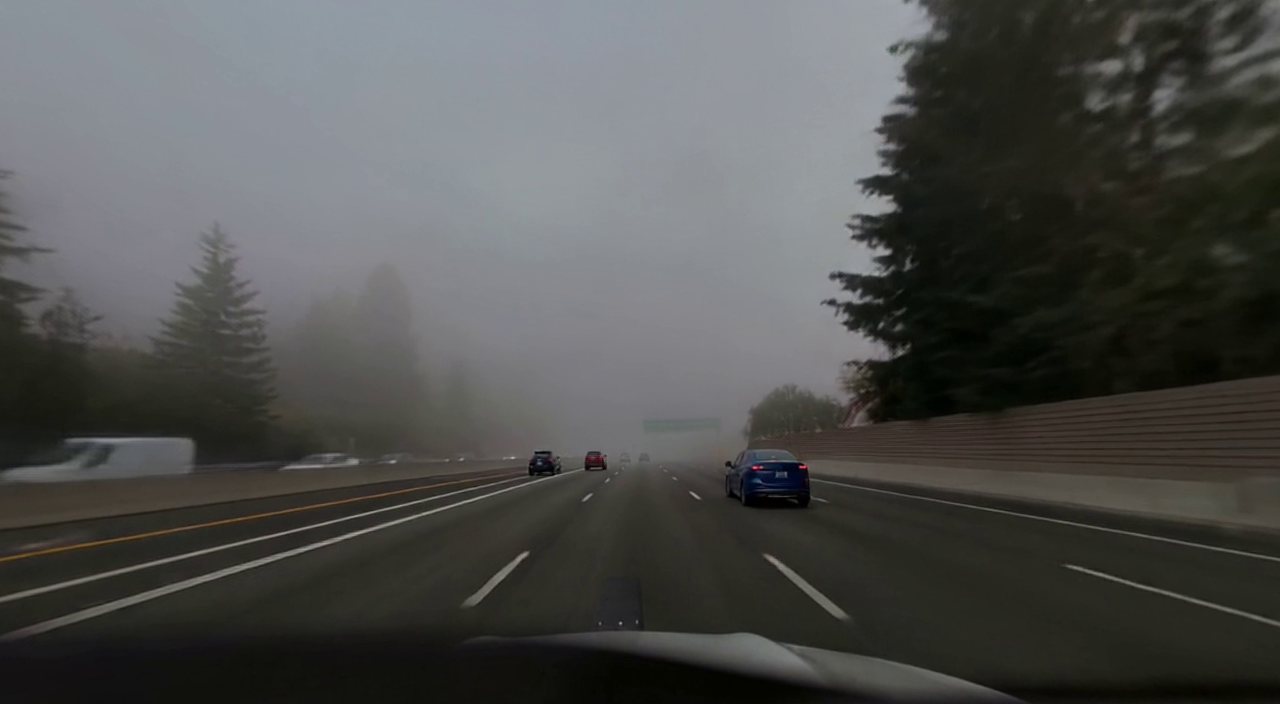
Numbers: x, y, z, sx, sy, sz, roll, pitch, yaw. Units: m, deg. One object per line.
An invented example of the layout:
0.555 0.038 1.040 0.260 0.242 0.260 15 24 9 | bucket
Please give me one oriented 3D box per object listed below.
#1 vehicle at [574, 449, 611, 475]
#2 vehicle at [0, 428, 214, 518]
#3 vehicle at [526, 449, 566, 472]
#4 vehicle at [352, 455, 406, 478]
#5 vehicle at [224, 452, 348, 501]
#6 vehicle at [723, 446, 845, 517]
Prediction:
-3.043 7.102 40.931 2.030 1.563 4.389 0 -9 0 | vehicle
-14.796 3.166 17.137 2.313 1.980 5.831 0 -9 0 | vehicle
-6.623 7.675 44.921 2.107 1.541 4.713 0 -9 1 | vehicle
-18.131 7.956 43.920 1.921 1.507 4.050 0 -9 1 | vehicle
-11.506 4.036 20.772 1.868 1.435 3.659 0 -9 1 | vehicle
3.371 3.102 15.631 1.979 1.486 4.125 0 -9 -1 | vehicle
